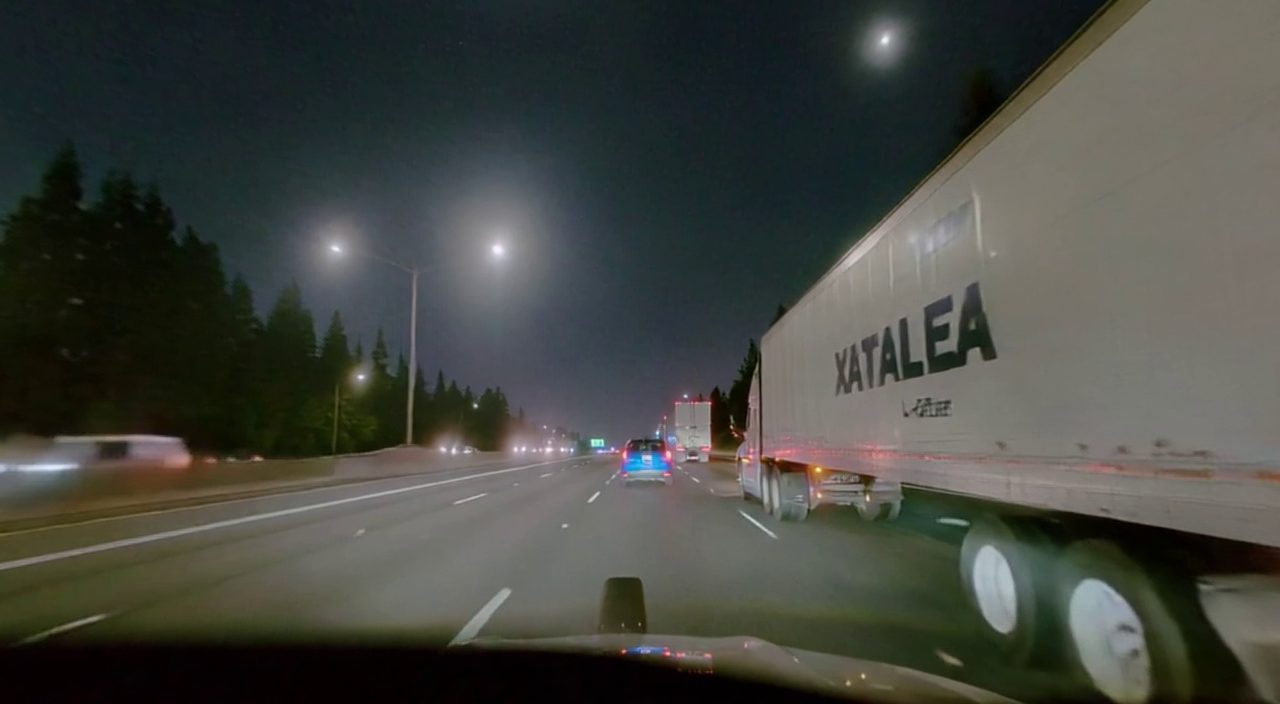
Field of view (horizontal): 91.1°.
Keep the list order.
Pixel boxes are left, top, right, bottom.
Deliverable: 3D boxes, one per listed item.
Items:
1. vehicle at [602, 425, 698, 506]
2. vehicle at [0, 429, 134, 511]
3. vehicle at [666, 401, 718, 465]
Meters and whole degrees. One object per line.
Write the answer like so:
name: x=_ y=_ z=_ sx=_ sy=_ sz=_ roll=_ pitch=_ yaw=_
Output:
vehicle: x=0.247 y=2.745 z=15.606 sx=2.054 sy=1.706 sz=4.201 roll=0 pitch=-8 yaw=1
vehicle: x=-15.259 y=2.744 z=14.756 sx=2.097 sy=1.813 sz=5.472 roll=0 pitch=-8 yaw=1
vehicle: x=3.692 y=6.405 z=48.606 sx=2.909 sy=4.135 sz=15.820 roll=0 pitch=-8 yaw=1
